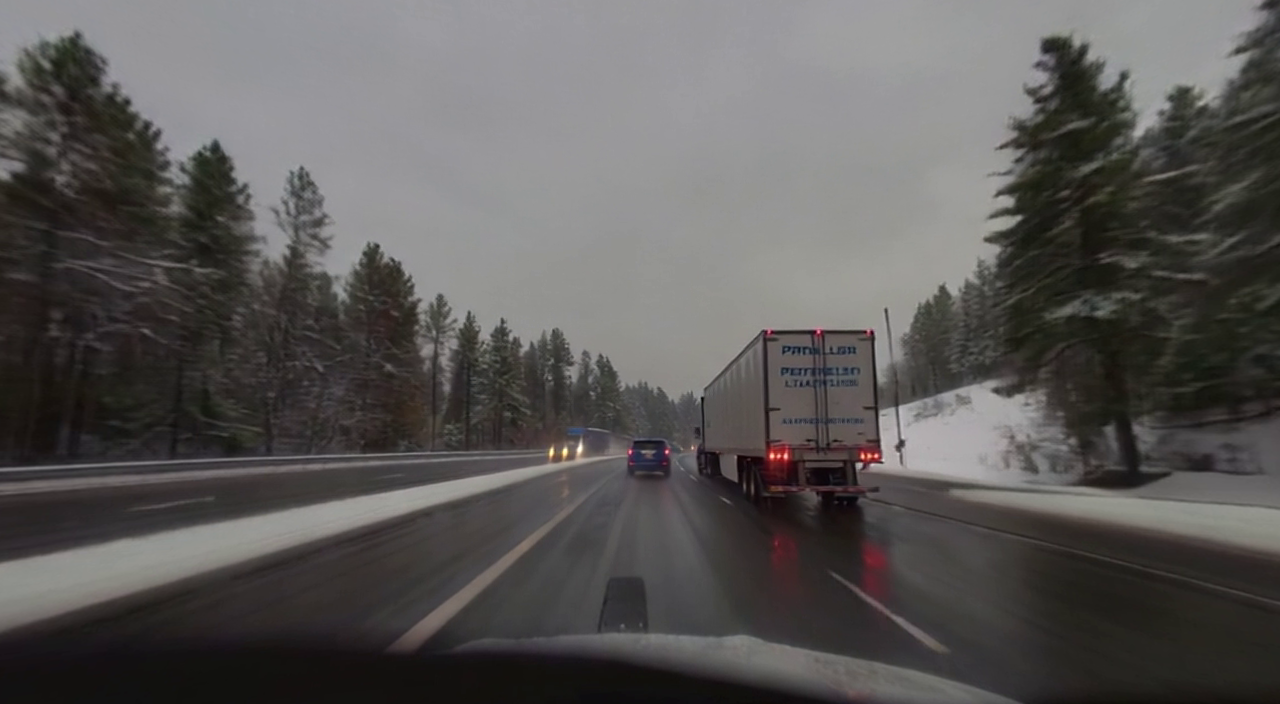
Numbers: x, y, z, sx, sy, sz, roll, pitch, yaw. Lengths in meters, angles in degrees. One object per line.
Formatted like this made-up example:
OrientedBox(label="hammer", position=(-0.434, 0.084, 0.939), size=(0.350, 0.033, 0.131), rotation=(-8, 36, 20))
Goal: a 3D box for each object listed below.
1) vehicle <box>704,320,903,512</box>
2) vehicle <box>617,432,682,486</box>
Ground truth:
OrientedBox(label="vehicle", position=(4.344, 2.571, 22.003), size=(2.899, 4.160, 16.621), rotation=(0, -8, 1))
OrientedBox(label="vehicle", position=(0.364, 4.021, 24.063), size=(2.222, 1.848, 4.610), rotation=(0, -8, 1))
